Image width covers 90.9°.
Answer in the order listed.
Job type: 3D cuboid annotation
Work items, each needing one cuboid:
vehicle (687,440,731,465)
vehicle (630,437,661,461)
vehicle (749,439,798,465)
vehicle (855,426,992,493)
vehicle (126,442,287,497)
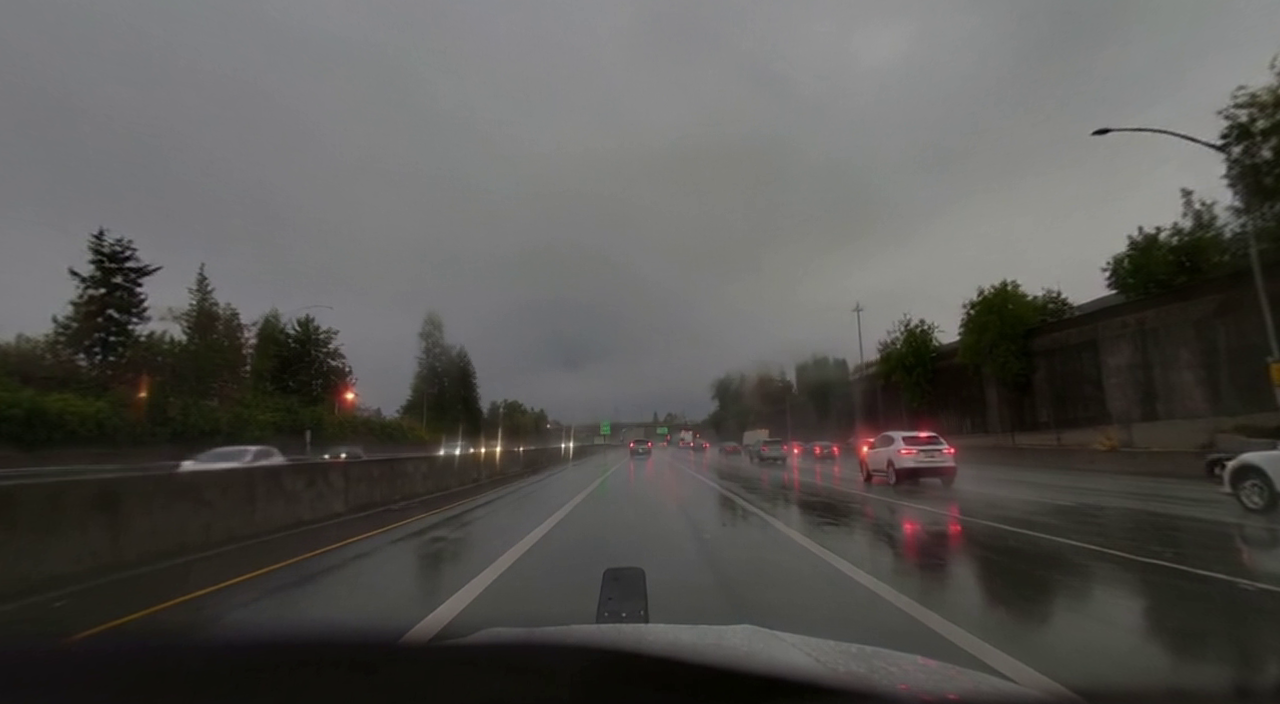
[{"bbox_3d":[4.199,6.171,38.931,2.118,1.438,4.312,0,-8,-1],"label":"vehicle"},{"bbox_3d":[0.410,6.895,45.044,2.124,1.639,4.122,0,-8,1],"label":"vehicle"},{"bbox_3d":[7.916,5.970,37.775,1.919,1.476,4.303,0,-8,-1],"label":"vehicle"},{"bbox_3d":[8.039,3.083,18.417,1.986,1.703,4.226,0,-8,-1],"label":"vehicle"},{"bbox_3d":[-13.801,3.731,20.498,2.103,1.542,4.434,0,-8,0],"label":"vehicle"}]
